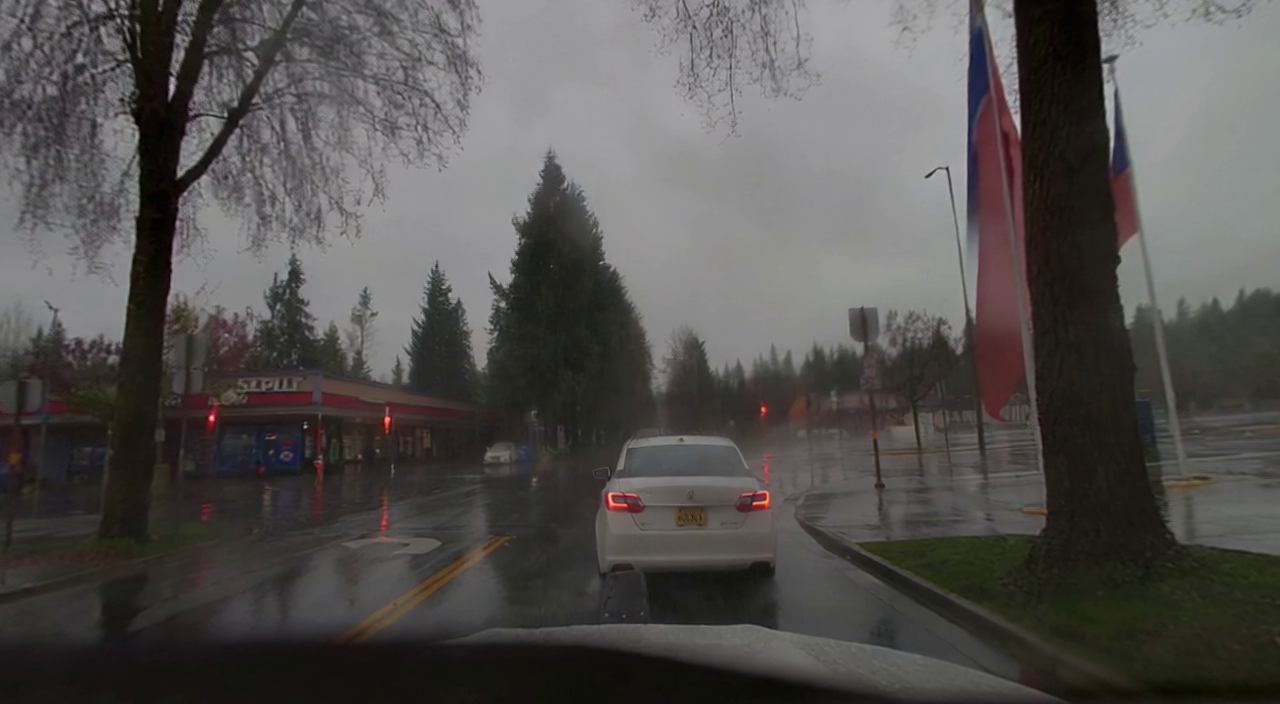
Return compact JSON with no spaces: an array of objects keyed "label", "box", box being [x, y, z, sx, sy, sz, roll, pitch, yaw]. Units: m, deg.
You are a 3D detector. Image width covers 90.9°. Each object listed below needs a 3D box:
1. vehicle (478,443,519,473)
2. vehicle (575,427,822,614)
[{"label":"vehicle","box":[-9.985,7.490,44.740,2.212,1.948,4.537,0,-9,-5]},{"label":"vehicle","box":[0.385,1.637,6.954,1.985,1.463,3.647,0,-9,-3]}]
